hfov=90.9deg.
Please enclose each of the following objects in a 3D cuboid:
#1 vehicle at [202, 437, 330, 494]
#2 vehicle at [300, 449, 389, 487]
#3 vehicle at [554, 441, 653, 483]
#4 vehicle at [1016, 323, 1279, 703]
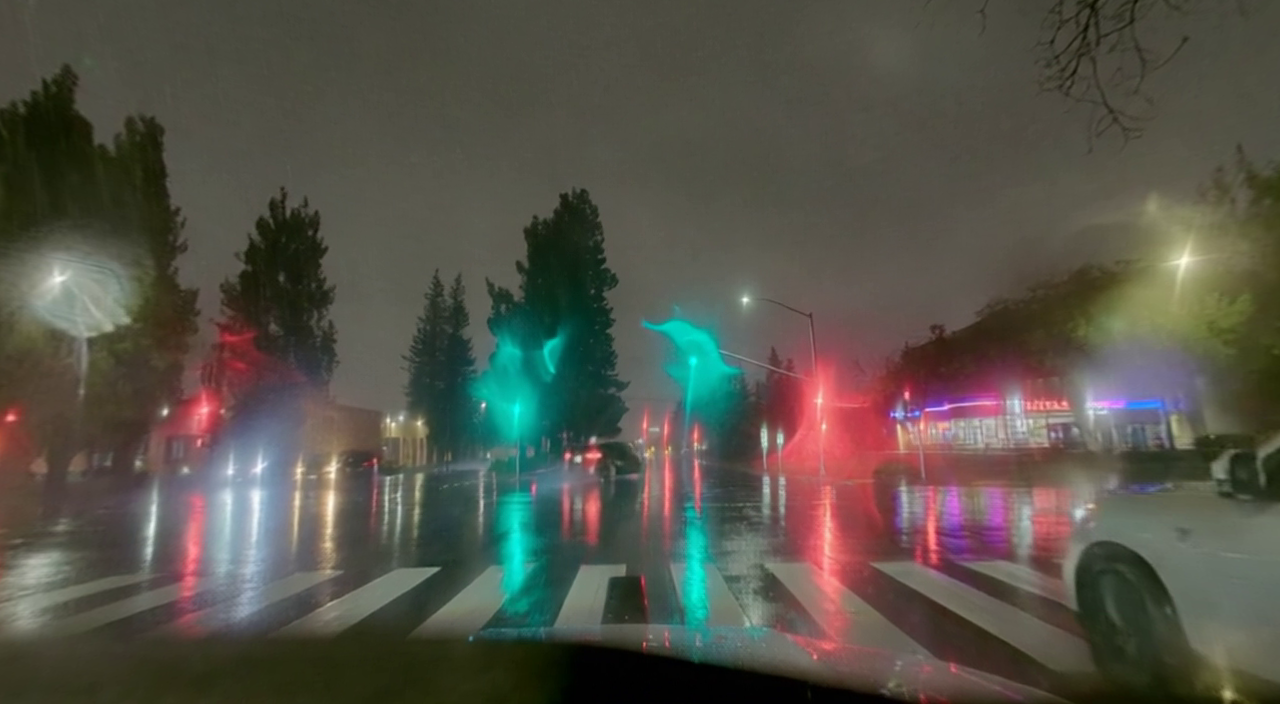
[{"bbox_3d":[-18.656,5.645,31.963,2.557,2.580,5.856,-1,-8,4],"label":"vehicle"},{"bbox_3d":[-14.892,5.834,32.100,2.169,1.753,4.640,0,-8,1],"label":"vehicle"},{"bbox_3d":[-1.473,4.695,27.271,2.153,1.658,4.569,-5,-10,29],"label":"vehicle"},{"bbox_3d":[3.649,0.707,2.002,2.301,1.767,4.289,0,-8,1],"label":"vehicle"}]
